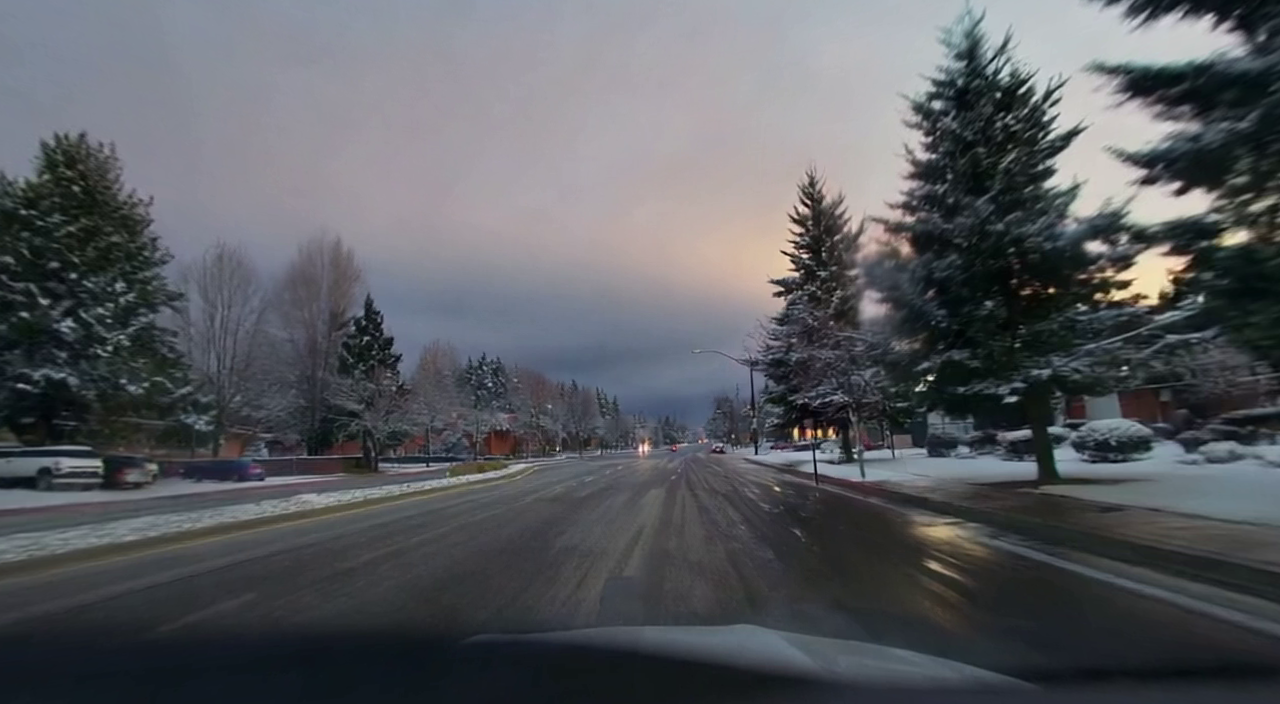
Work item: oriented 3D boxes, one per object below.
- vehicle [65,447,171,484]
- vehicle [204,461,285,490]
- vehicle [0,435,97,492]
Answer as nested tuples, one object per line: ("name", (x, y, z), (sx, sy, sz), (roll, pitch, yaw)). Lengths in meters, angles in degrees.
("vehicle", (-22.862, 4.965, 27.835), (1.321, 1.485, 3.681), (0, -9, 3))
("vehicle", (-22.071, 6.887, 35.446), (1.618, 1.425, 4.159), (-1, -9, 4))
("vehicle", (-22.886, 3.984, 22.707), (1.693, 1.922, 5.304), (-1, -9, 4))
